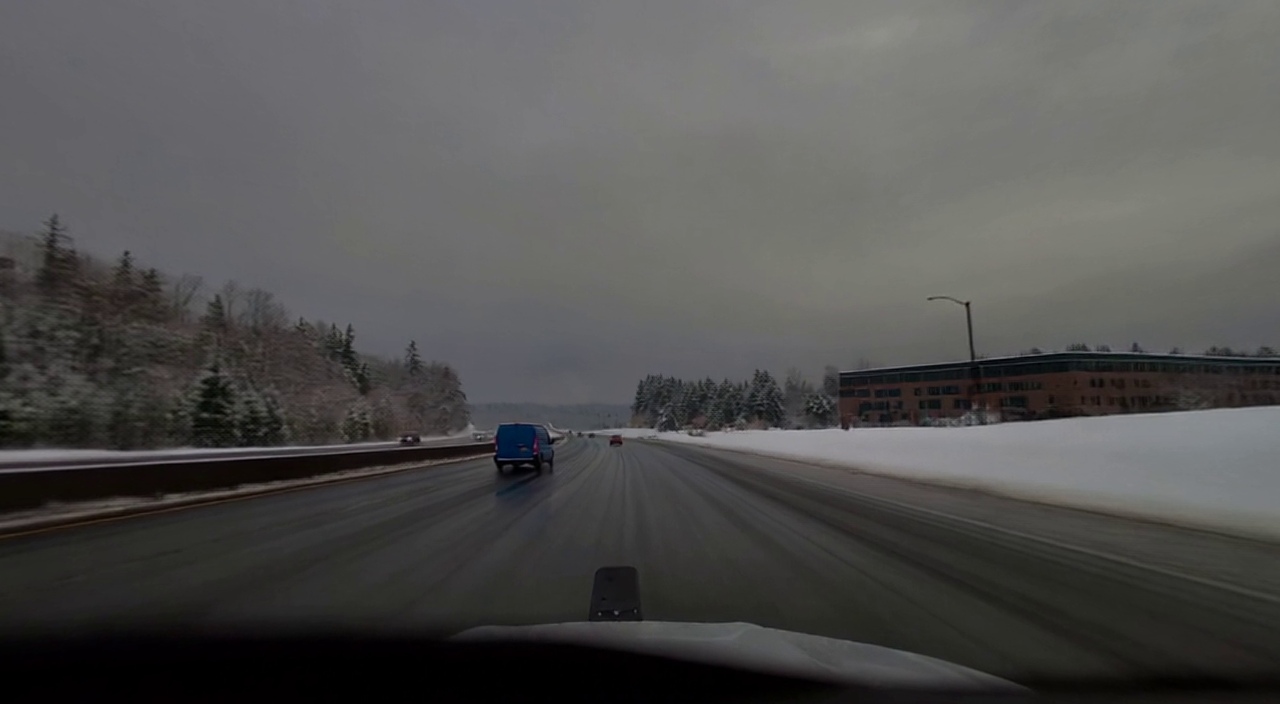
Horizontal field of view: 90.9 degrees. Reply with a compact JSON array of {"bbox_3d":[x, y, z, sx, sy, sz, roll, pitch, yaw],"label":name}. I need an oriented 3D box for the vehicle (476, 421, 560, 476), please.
[{"bbox_3d":[-4.395,3.537,23.475,2.219,1.827,4.738,0,-8,-1],"label":"vehicle"}]
